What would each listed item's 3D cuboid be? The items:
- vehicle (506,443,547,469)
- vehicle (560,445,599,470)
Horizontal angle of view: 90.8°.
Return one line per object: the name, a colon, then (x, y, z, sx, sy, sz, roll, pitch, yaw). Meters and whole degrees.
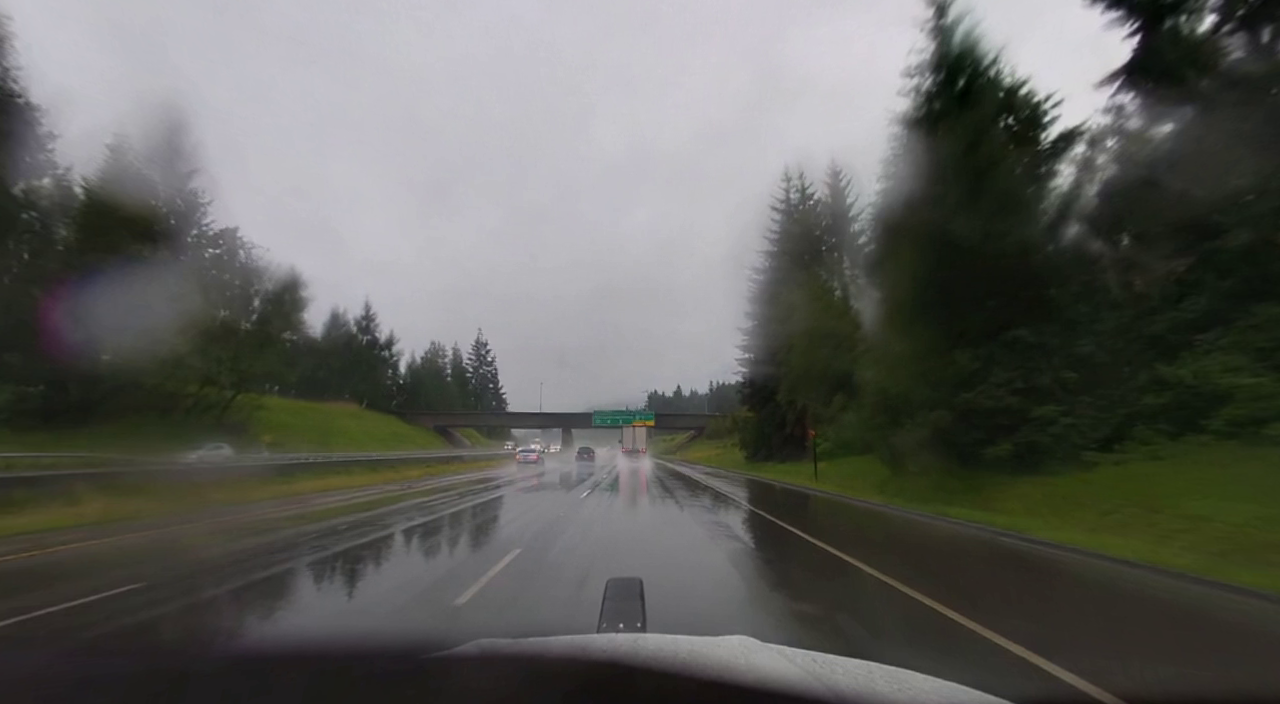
vehicle: (-7.447, 6.843, 41.760, 2.014, 1.633, 4.090, 0, -9, 0)
vehicle: (-3.739, 6.610, 39.596, 2.073, 1.472, 4.091, 0, -9, -1)
